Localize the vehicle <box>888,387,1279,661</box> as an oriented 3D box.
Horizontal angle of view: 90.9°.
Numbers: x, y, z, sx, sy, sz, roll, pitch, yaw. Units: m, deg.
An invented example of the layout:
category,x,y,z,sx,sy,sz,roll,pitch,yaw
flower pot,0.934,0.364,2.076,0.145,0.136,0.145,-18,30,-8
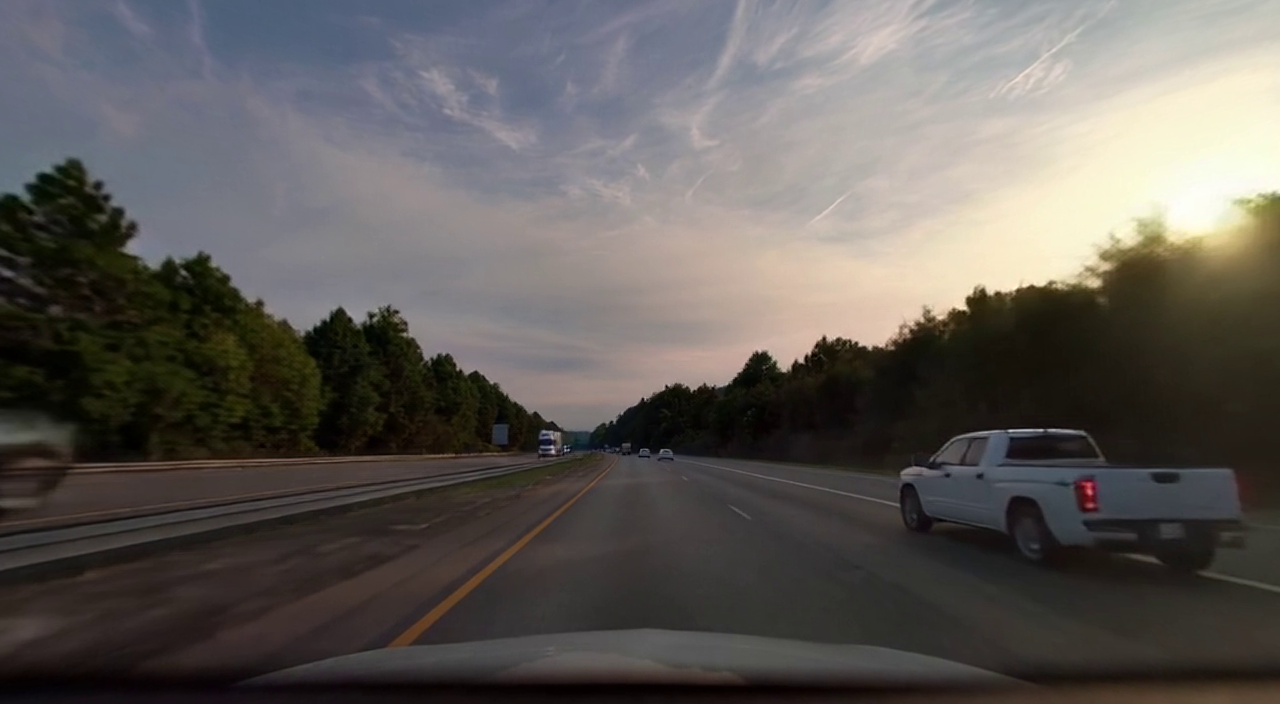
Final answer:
category,x,y,z,sx,sy,sz,roll,pitch,yaw
vehicle,4.292,1.381,6.123,1.933,1.663,4.440,0,-9,0
